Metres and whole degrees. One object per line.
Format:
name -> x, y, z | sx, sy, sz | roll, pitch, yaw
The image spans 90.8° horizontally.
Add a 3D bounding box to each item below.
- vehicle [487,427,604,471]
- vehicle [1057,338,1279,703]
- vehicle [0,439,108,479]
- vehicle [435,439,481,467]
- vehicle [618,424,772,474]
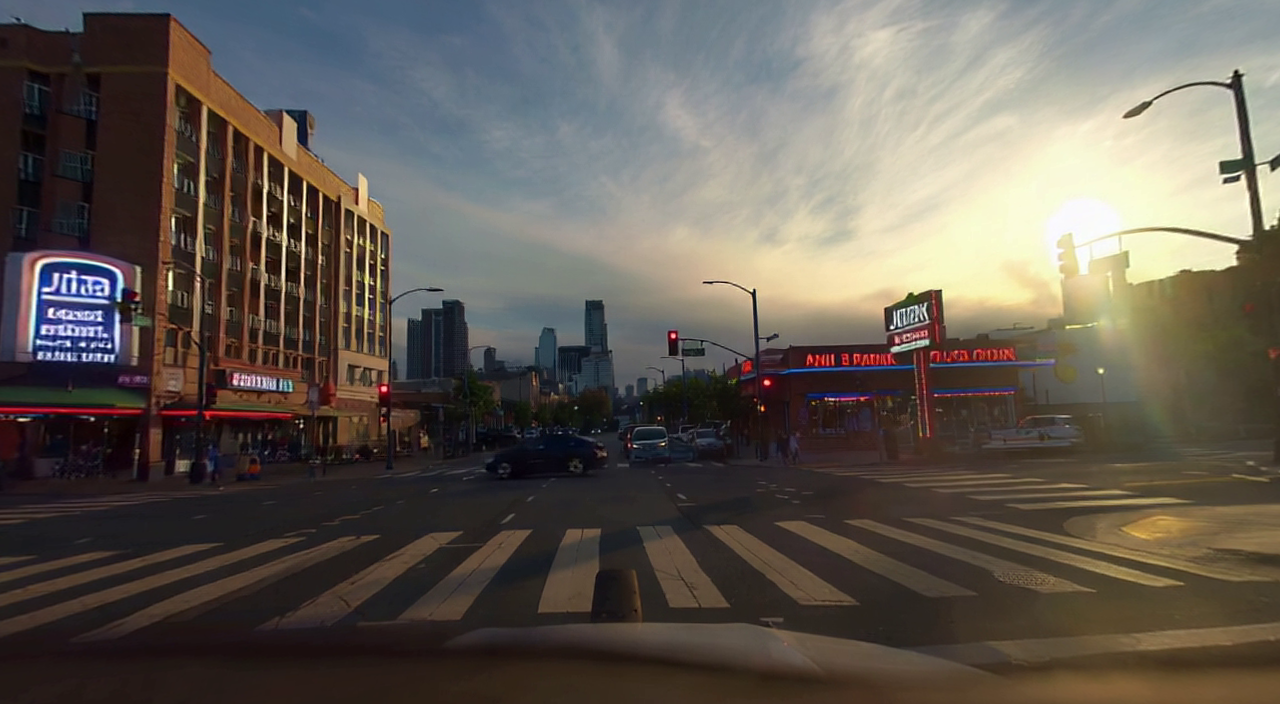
vehicle -> -3.775, 3.895, 25.559 | 4.513, 1.682, 1.810 | 1, -9, -7
vehicle -> 3.024, 0.612, 0.872 | 1.866, 1.654, 4.354 | 0, -8, 0
vehicle -> -31.528, 5.614, 33.551 | 2.205, 1.903, 5.877 | 1, -9, -10
vehicle -> -10.937, 6.091, 38.266 | 1.885, 1.545, 4.124 | 0, -8, -5
vehicle -> 1.690, 3.107, 20.379 | 4.612, 1.521, 1.811 | 1, -9, -10
